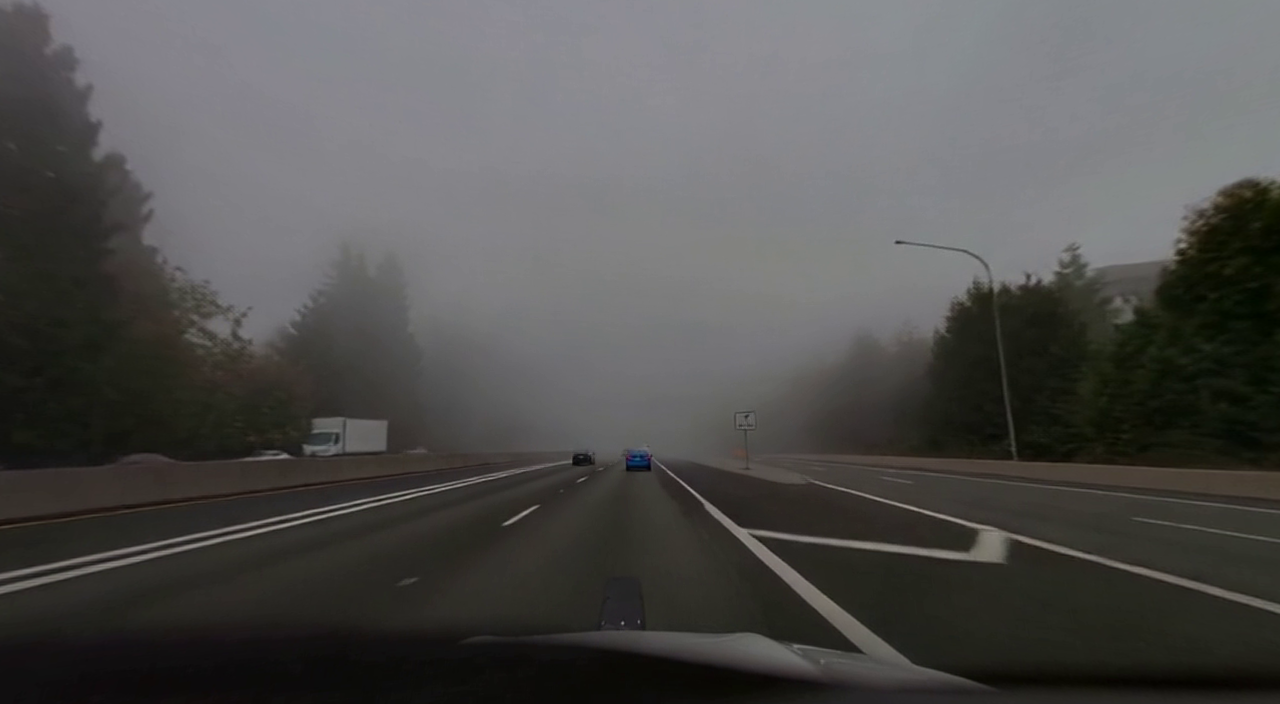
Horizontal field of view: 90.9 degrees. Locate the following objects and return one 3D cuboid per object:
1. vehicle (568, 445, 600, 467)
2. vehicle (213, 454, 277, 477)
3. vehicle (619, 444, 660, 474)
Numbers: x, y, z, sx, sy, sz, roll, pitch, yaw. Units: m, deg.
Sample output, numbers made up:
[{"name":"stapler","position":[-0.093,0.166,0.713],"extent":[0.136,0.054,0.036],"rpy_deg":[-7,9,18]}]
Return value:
[{"name":"vehicle","position":[-3.988,7.486,45.547],"extent":[1.877,1.504,3.799],"rpy_deg":[0,-9,1]},{"name":"vehicle","position":[-27.845,7.981,44.578],"extent":[1.904,1.509,4.165],"rpy_deg":[0,-9,-2]},{"name":"vehicle","position":[-0.043,5.473,32.369],"extent":[2.002,1.449,3.612],"rpy_deg":[0,-9,-1]}]
